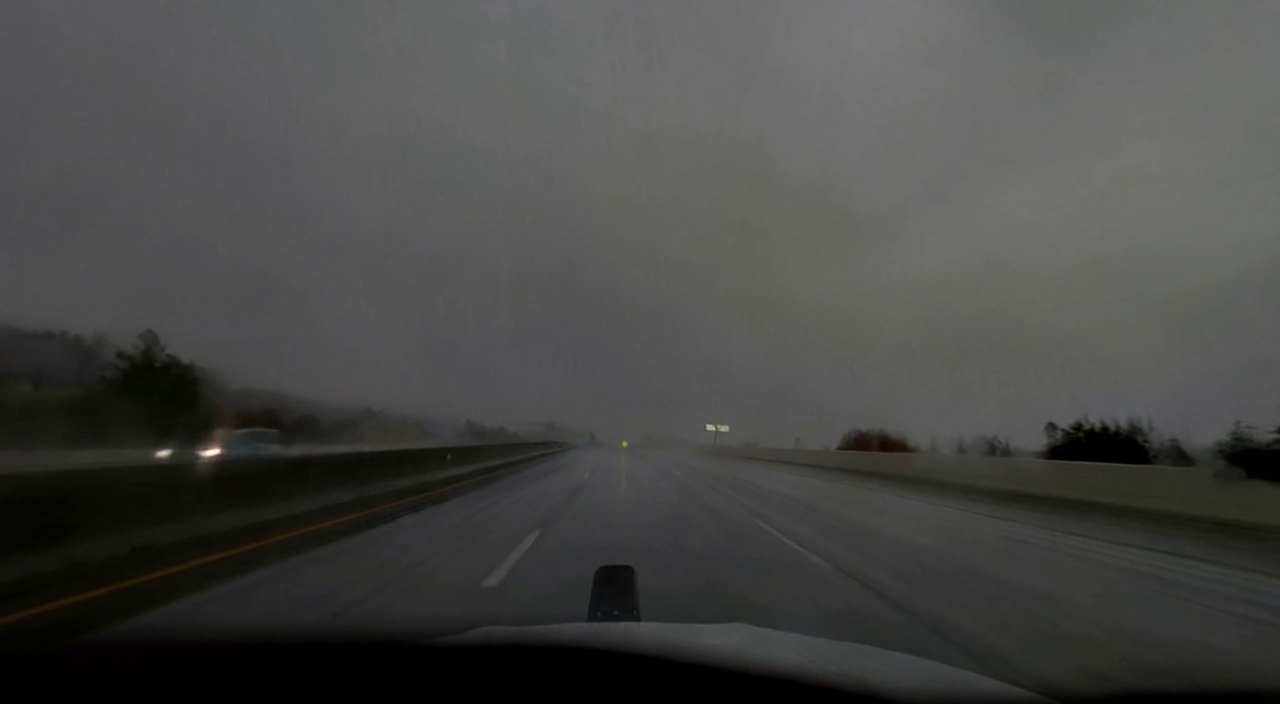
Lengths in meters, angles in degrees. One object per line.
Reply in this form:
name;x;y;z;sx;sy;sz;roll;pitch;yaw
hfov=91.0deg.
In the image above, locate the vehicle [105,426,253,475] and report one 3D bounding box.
vehicle;-15.833;3.415;21.990;1.851;1.505;4.541;0;-8;-2
